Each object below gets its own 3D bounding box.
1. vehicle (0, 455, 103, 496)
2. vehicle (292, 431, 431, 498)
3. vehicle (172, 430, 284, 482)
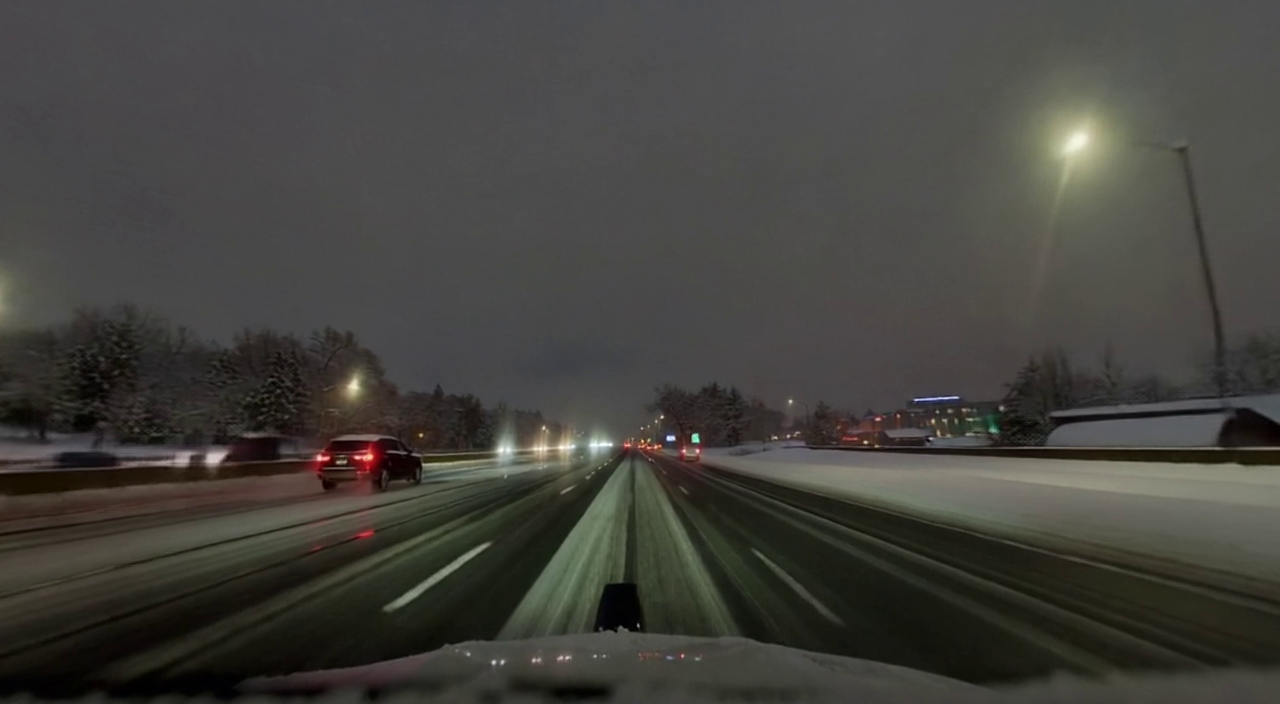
[{"bbox_3d":[-24.318,4.876,25.330,1.766,1.446,4.434,0,-9,-2],"label":"vehicle"},{"bbox_3d":[-7.922,3.232,18.538,2.089,1.724,4.327,0,-9,0],"label":"vehicle"},{"bbox_3d":[-18.167,4.598,28.174,1.989,2.086,4.489,0,-9,-1],"label":"vehicle"}]
